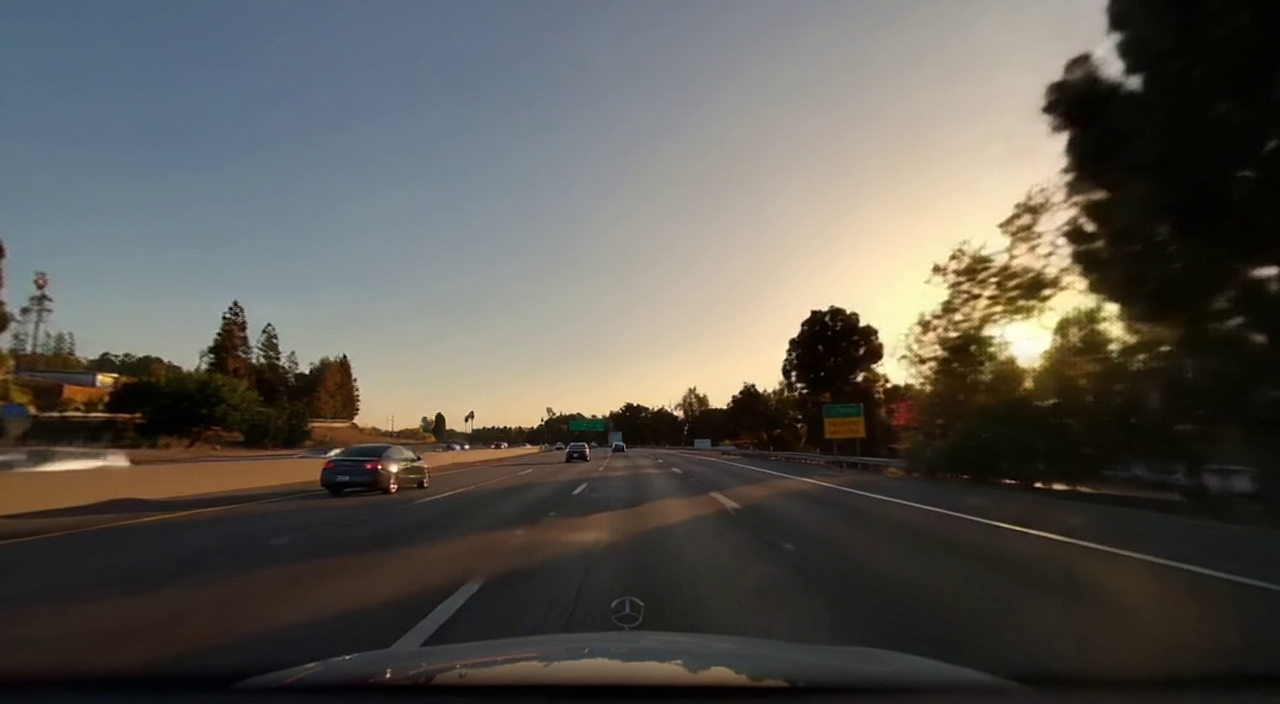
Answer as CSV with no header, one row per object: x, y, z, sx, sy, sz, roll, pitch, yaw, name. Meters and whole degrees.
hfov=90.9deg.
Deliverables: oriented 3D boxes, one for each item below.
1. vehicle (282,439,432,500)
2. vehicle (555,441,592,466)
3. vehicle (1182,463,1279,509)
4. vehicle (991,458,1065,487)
-7.698,3.215,17.797,2.038,1.463,4.656,0,-8,1,vehicle
-4.112,6.323,39.494,1.936,1.465,4.060,0,-8,-1,vehicle
23.637,5.067,24.254,1.950,1.462,4.391,-1,-8,6,vehicle
22.172,6.883,36.246,2.005,1.478,4.056,-1,-8,6,vehicle
